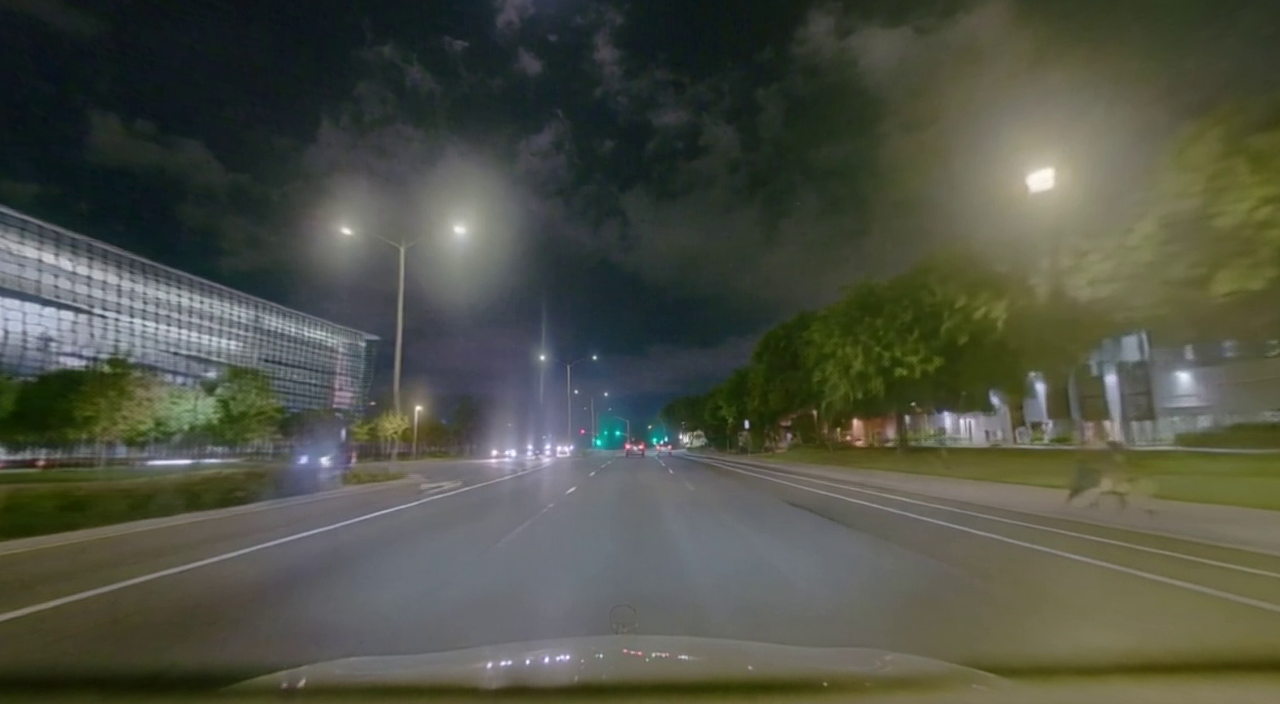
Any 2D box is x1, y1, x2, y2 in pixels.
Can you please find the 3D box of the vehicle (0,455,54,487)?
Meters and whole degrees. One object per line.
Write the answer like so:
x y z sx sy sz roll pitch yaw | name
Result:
-34.524 6.436 34.291 4.090 1.598 1.906 -2 -9 14 | vehicle

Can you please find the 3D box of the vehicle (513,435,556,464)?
-8.234 7.650 49.911 2.631 1.990 5.787 -2 -7 -3 | vehicle

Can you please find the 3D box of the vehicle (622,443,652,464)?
-0.247 7.197 44.998 2.080 1.445 4.096 0 -8 -2 | vehicle

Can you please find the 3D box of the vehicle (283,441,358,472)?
-21.291 6.937 42.380 2.180 1.902 5.475 0 -8 0 | vehicle
